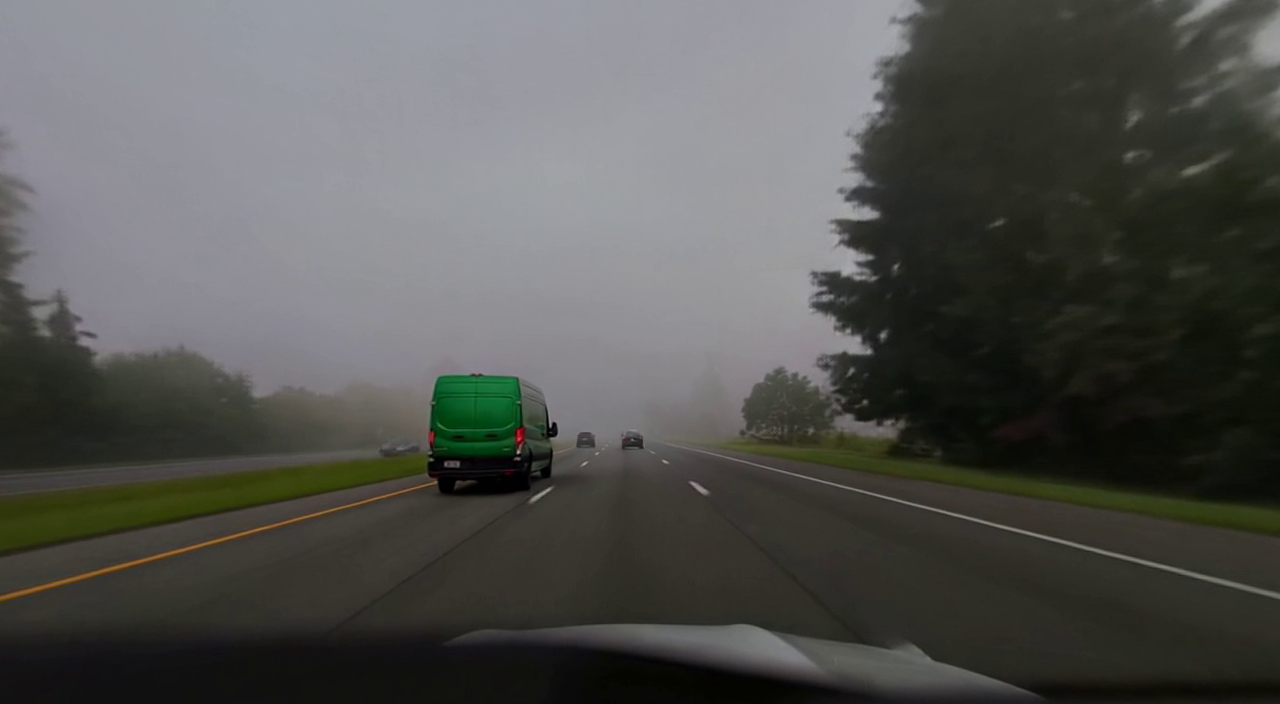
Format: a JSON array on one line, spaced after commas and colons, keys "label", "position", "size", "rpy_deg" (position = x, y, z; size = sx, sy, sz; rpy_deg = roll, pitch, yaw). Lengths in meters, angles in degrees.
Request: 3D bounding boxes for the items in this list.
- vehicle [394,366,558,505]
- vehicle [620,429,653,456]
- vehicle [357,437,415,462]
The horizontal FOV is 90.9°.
[{"label": "vehicle", "position": [-3.429, 1.947, 14.721], "size": [2.424, 2.577, 5.828], "rpy_deg": [0, -8, -2]}, {"label": "vehicle", "position": [-0.260, 5.972, 41.654], "size": [2.104, 1.646, 4.176], "rpy_deg": [0, -8, -1]}, {"label": "vehicle", "position": [-15.209, 5.845, 38.003], "size": [1.815, 1.449, 4.139], "rpy_deg": [0, -8, -1]}]
